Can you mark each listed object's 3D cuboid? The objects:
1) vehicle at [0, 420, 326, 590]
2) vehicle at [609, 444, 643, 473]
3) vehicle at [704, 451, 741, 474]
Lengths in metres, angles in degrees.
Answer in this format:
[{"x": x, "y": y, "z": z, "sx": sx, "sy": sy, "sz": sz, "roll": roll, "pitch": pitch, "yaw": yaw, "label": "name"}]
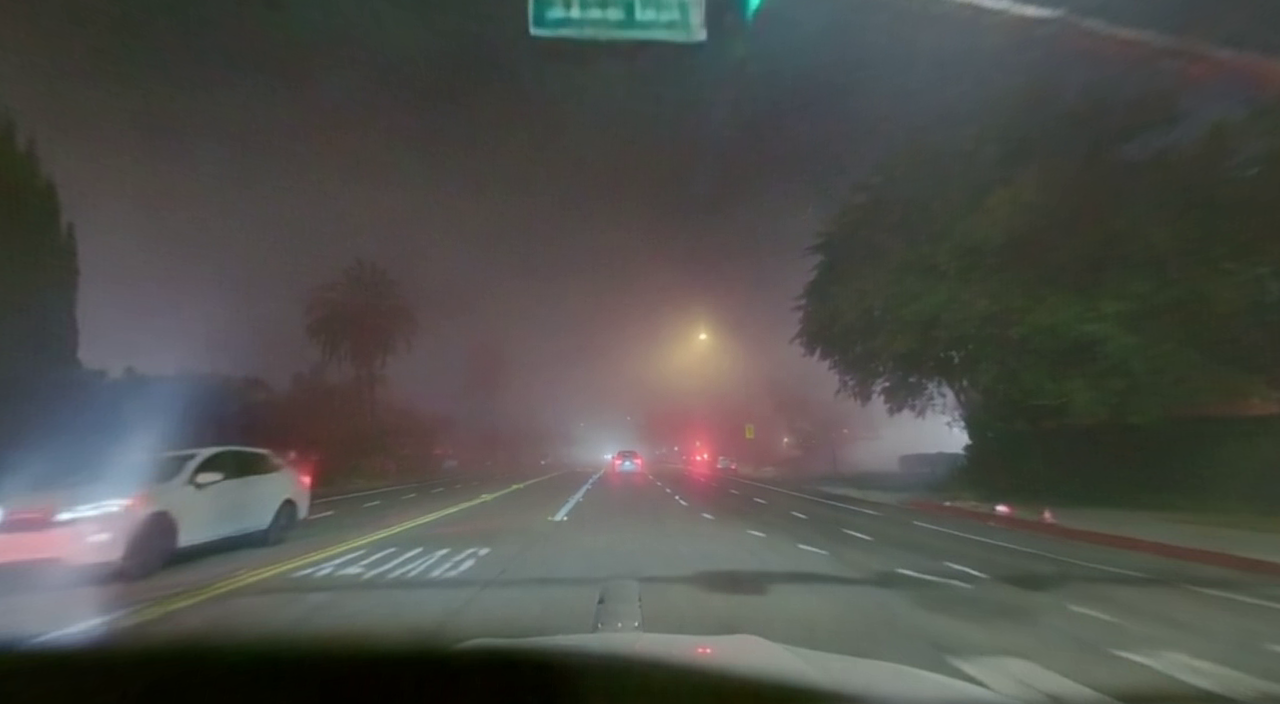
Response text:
[{"x": -6.208, "y": 1.877, "z": 8.435, "sx": 1.983, "sy": 1.684, "sz": 3.938, "roll": -1, "pitch": -9, "yaw": 0, "label": "vehicle"}, {"x": -1.038, "y": 7.444, "z": 44.254, "sx": 2.248, "sy": 1.833, "sz": 4.798, "roll": 0, "pitch": -9, "yaw": -3, "label": "vehicle"}, {"x": 5.862, "y": 7.943, "z": 45.498, "sx": 1.947, "sy": 1.505, "sz": 4.759, "roll": -1, "pitch": -9, "yaw": 0, "label": "vehicle"}]
